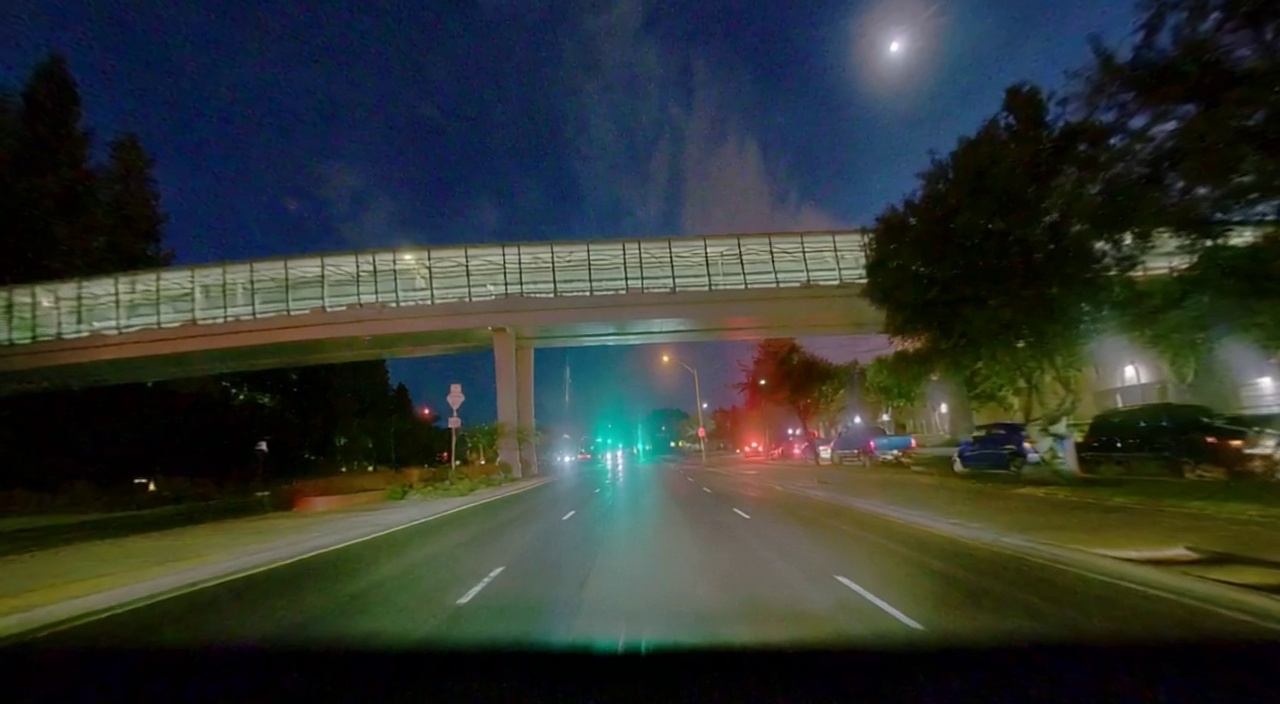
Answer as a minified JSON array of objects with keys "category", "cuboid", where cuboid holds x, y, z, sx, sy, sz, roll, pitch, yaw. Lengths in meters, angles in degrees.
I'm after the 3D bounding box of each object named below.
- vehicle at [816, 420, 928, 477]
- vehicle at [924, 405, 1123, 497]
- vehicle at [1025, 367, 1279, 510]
[{"category":"vehicle","cuboid":[10.439,4.468,29.051,2.445,2.272,6.461,-1,-9,-2]},{"category":"vehicle","cuboid":[10.346,2.751,17.604,2.138,1.805,5.011,-11,-9,-1]},{"category":"vehicle","cuboid":[10.289,1.576,11.962,2.290,1.976,5.520,-9,-9,1]}]
